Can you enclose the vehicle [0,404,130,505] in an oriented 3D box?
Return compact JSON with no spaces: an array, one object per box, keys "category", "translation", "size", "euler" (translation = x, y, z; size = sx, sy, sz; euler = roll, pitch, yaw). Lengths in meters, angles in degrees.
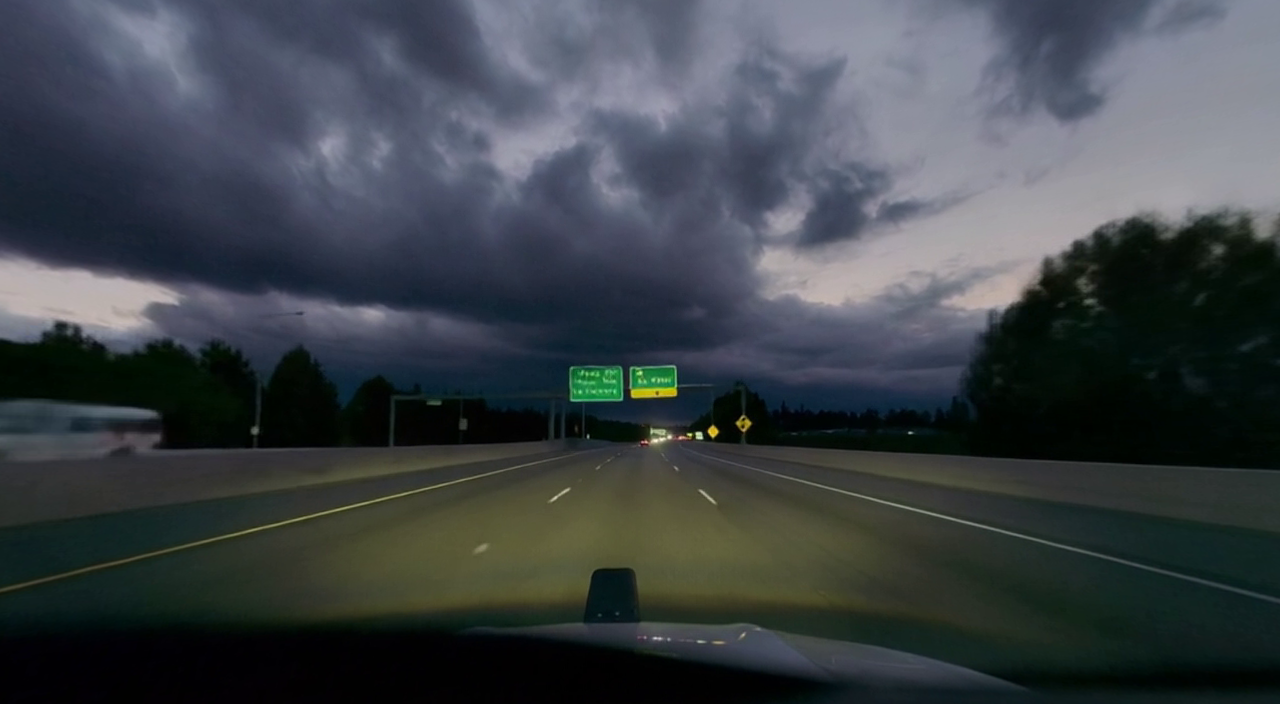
[{"category":"vehicle","translation":[-14.242,2.170,13.291],"size":[2.360,2.041,5.367],"euler":[-1,-8,0]}]
